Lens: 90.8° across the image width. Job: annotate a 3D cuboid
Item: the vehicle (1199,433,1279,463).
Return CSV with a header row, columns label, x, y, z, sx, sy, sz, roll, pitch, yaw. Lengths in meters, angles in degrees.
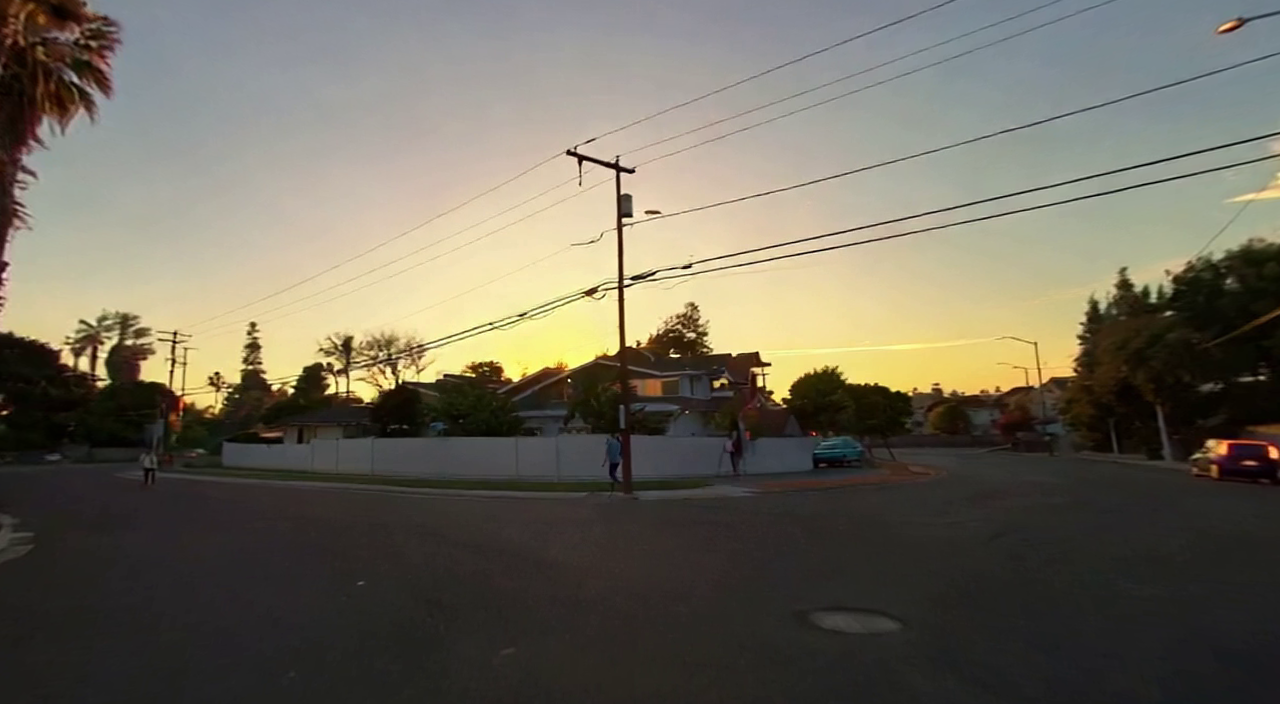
label,x,y,z,sx,sy,sz,roll,pitch,yaw
vehicle,31.124,4.834,31.964,3.842,1.453,1.805,-4,-9,29
